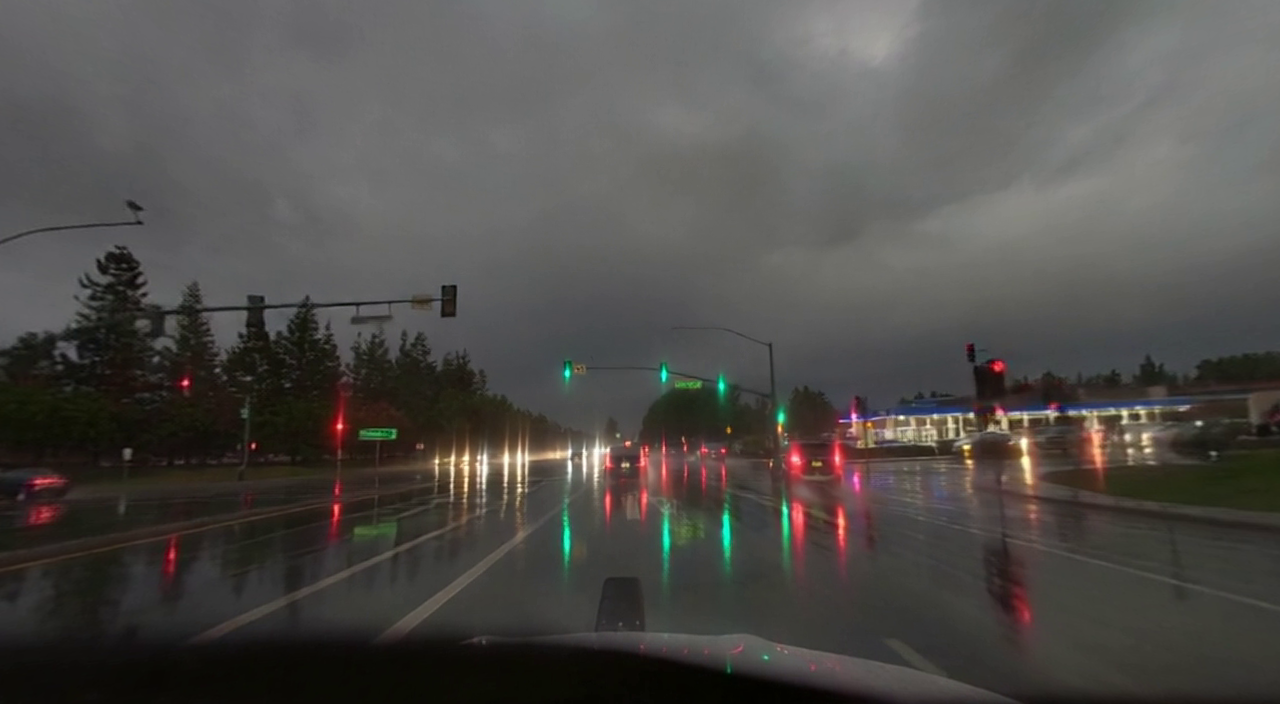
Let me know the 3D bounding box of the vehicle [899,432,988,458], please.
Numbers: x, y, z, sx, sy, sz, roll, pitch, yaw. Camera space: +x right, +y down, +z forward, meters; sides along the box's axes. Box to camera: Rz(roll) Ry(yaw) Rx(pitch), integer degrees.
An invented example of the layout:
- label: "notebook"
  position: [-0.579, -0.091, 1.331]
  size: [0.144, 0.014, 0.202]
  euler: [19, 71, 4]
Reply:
- label: "vehicle"
  position: [20.011, 6.176, 41.725]
  size: [4.796, 1.488, 1.966]
  euler: [-2, -9, -1]

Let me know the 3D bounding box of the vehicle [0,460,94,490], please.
- label: "vehicle"
  position: [-34.569, 7.070, 36.413]
  size: [4.287, 1.612, 1.993]
  euler: [0, -8, 2]

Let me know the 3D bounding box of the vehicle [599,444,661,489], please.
- label: "vehicle"
  position: [-0.322, 4.052, 22.751]
  size: [2.040, 1.451, 3.736]
  euler: [0, -8, 0]

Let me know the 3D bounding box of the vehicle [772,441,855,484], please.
- label: "vehicle"
  position: [6.489, 4.158, 24.143]
  size: [1.890, 1.489, 4.396]
  euler: [0, -8, 0]

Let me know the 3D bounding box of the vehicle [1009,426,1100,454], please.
- label: "vehicle"
  position: [27.406, 5.861, 41.858]
  size: [4.724, 1.793, 1.777]
  euler: [0, -8, 1]
